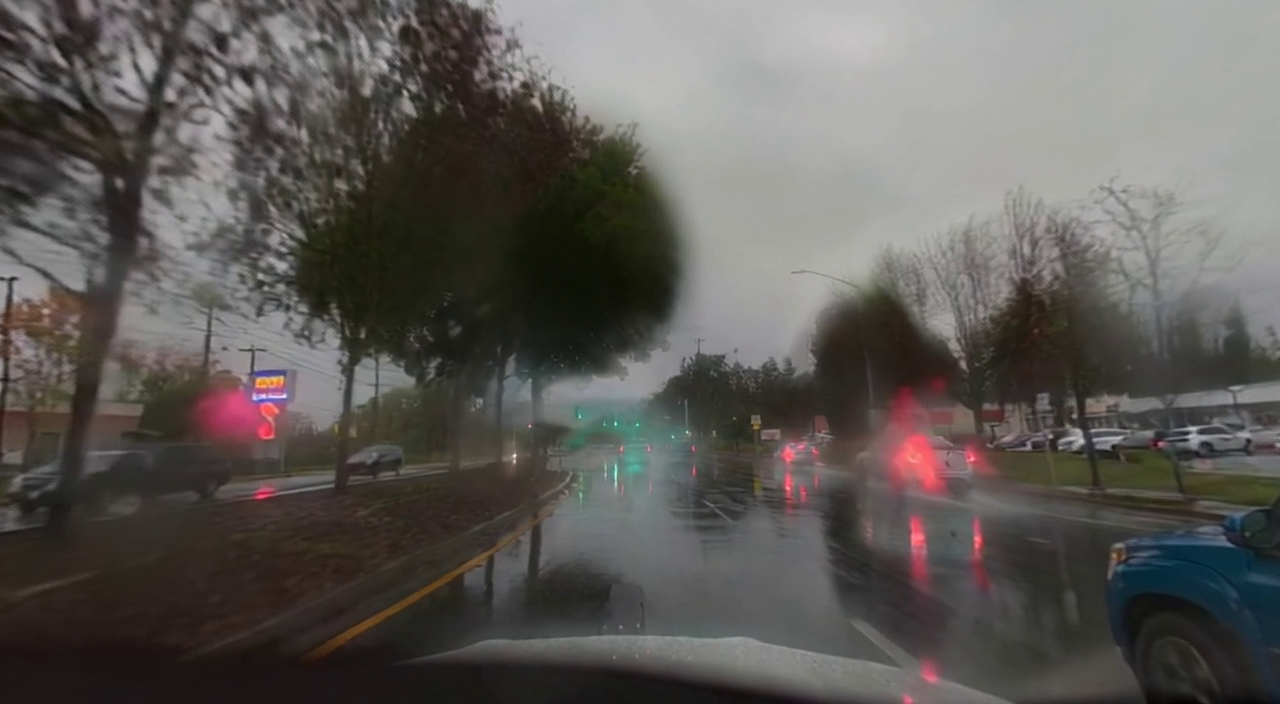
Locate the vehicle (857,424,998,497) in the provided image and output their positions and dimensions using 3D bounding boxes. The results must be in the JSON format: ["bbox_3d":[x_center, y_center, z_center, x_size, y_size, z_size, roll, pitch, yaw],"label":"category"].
[{"bbox_3d":[7.882,3.024,17.875,1.977,1.786,4.344,0,-9,1],"label":"vehicle"}]

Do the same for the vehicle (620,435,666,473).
[{"bbox_3d":[0.130,5.599,34.962,2.402,1.938,4.535,0,-9,-1],"label":"vehicle"}]

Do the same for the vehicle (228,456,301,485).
[{"bbox_3d":[-21.875,6.885,36.962,1.879,1.520,3.830,0,-9,1],"label":"vehicle"}]

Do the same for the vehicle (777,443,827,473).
[{"bbox_3d":[8.850,5.788,34.752,1.879,1.517,4.006,-1,-9,3],"label":"vehicle"}]

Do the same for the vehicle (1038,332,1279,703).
[{"bbox_3d":[3.517,0.666,1.627,2.076,1.716,4.416,0,-9,0],"label":"vehicle"}]

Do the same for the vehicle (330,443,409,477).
[{"bbox_3d":[-14.490,5.802,34.116,2.136,1.676,4.371,-1,-9,3],"label":"vehicle"}]

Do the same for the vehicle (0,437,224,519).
[{"bbox_3d":[-13.962,3.251,16.921,2.159,1.836,5.038,0,-9,0],"label":"vehicle"}]

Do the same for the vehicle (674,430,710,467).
[{"bbox_3d":[3.795,7.157,47.062,2.239,2.586,4.586,0,-9,0],"label":"vehicle"}]
